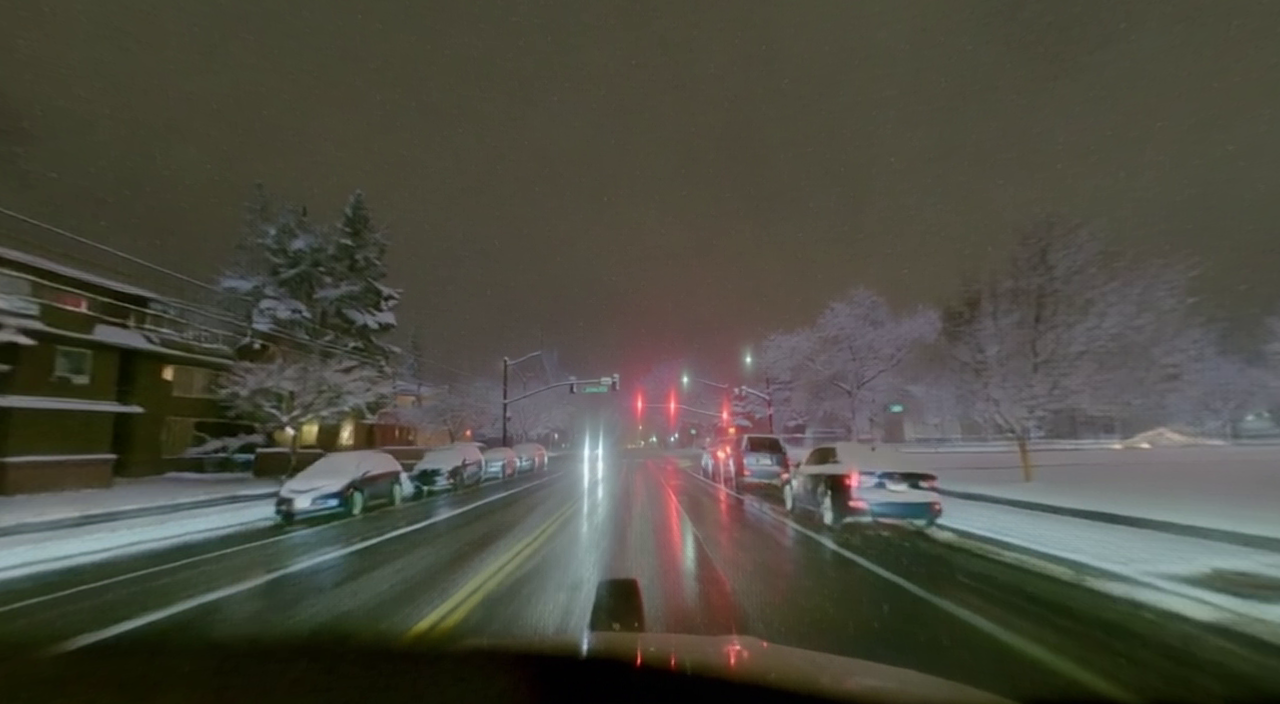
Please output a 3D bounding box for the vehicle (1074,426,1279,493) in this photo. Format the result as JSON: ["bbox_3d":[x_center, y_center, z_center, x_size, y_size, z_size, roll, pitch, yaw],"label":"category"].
[{"bbox_3d":[12.919,2.546,14.987,3.735,1.454,1.772,-1,-9,6],"label":"vehicle"}]

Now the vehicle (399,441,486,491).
[{"bbox_3d":[-7.533,4.375,24.478,1.994,1.718,4.518,0,-9,-1],"label":"vehicle"}]

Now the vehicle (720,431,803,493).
[{"bbox_3d":[3.902,3.594,20.917,1.908,1.788,4.397,0,-8,0],"label":"vehicle"}]

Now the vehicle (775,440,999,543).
[{"bbox_3d":[3.923,2.276,10.987,2.036,1.405,4.312,0,-9,-2],"label":"vehicle"}]

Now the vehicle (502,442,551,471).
[{"bbox_3d":[-7.320,6.804,41.125,2.150,1.766,5.483,-1,-9,1],"label":"vehicle"}]

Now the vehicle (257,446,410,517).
[{"bbox_3d":[-7.493,3.164,15.860,1.976,1.554,3.654,0,-9,0],"label":"vehicle"}]
